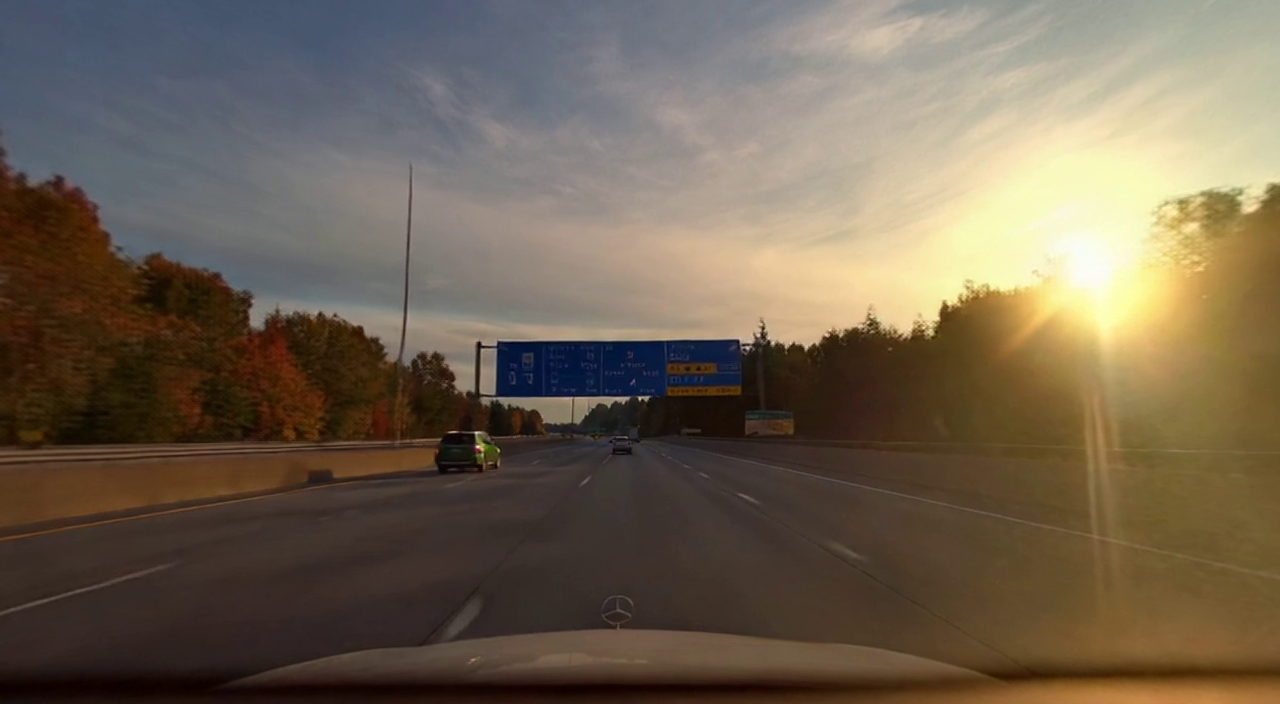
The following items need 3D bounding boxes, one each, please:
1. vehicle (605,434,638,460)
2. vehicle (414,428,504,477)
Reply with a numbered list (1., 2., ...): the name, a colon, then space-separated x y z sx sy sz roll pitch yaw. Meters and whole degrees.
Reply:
1. vehicle: -1.156 6.090 40.588 2.010 1.534 4.013 0 -8 0
2. vehicle: -6.818 3.806 24.227 2.111 1.689 4.505 0 -8 0
